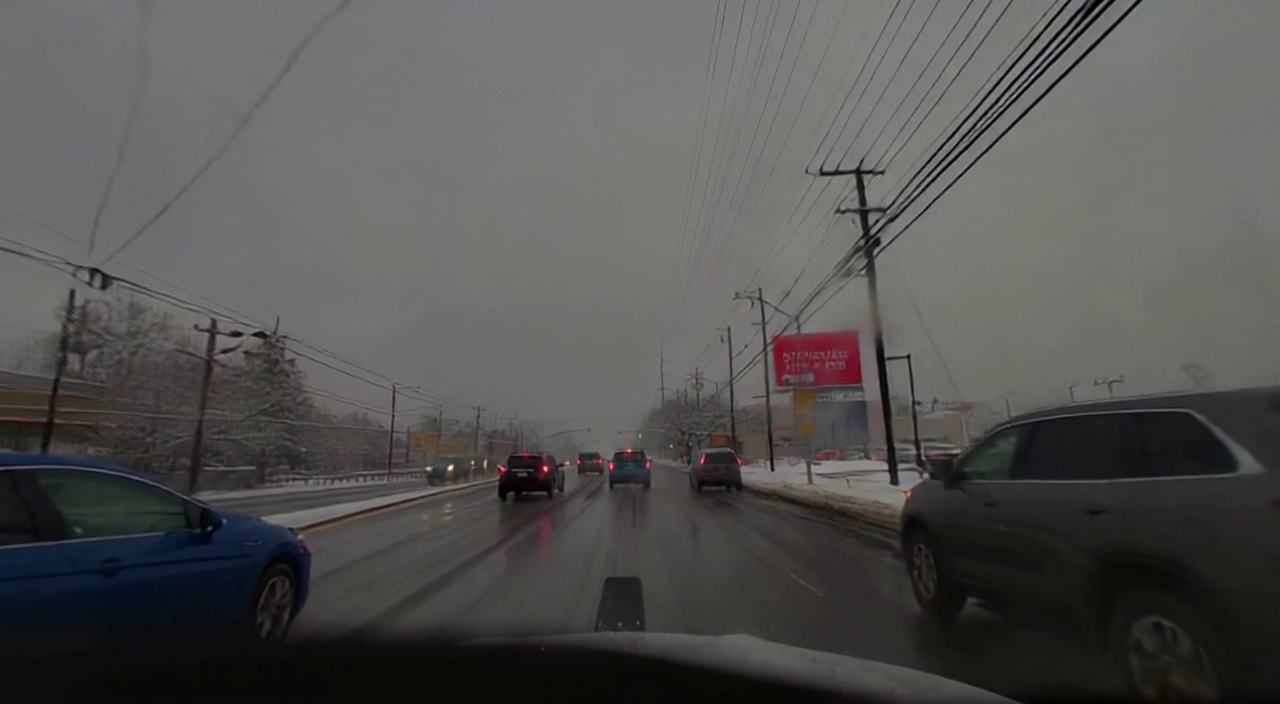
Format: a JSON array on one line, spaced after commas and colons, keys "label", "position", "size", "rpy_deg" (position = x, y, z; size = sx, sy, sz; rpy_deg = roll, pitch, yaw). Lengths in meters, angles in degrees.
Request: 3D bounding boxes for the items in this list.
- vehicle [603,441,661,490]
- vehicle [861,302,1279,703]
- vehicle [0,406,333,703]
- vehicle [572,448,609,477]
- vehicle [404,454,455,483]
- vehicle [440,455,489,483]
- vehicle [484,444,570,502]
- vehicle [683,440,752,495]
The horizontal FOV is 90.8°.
[{"label": "vehicle", "position": [-0.387, 4.855, 27.495], "size": [2.326, 1.925, 4.253], "rpy_deg": [0, -8, -1]}, {"label": "vehicle", "position": [3.431, 1.019, 3.891], "size": [2.282, 1.897, 4.915], "rpy_deg": [0, -9, -1]}, {"label": "vehicle", "position": [-3.255, 0.970, 2.342], "size": [2.022, 1.498, 4.471], "rpy_deg": [0, -8, -1]}, {"label": "vehicle", "position": [-3.631, 8.224, 47.401], "size": [2.405, 2.009, 5.909], "rpy_deg": [0, -8, -1]}, {"label": "vehicle", "position": [-15.188, 8.400, 45.912], "size": [2.086, 1.870, 4.979], "rpy_deg": [0, -8, -2]}, {"label": "vehicle", "position": [-11.436, 7.627, 41.438], "size": [2.020, 1.633, 4.462], "rpy_deg": [0, -8, -2]}, {"label": "vehicle", "position": [-3.514, 3.822, 20.423], "size": [2.051, 1.671, 3.861], "rpy_deg": [0, -8, 0]}, {"label": "vehicle", "position": [2.865, 4.340, 24.194], "size": [2.026, 1.904, 4.102], "rpy_deg": [0, -8, -1]}]
